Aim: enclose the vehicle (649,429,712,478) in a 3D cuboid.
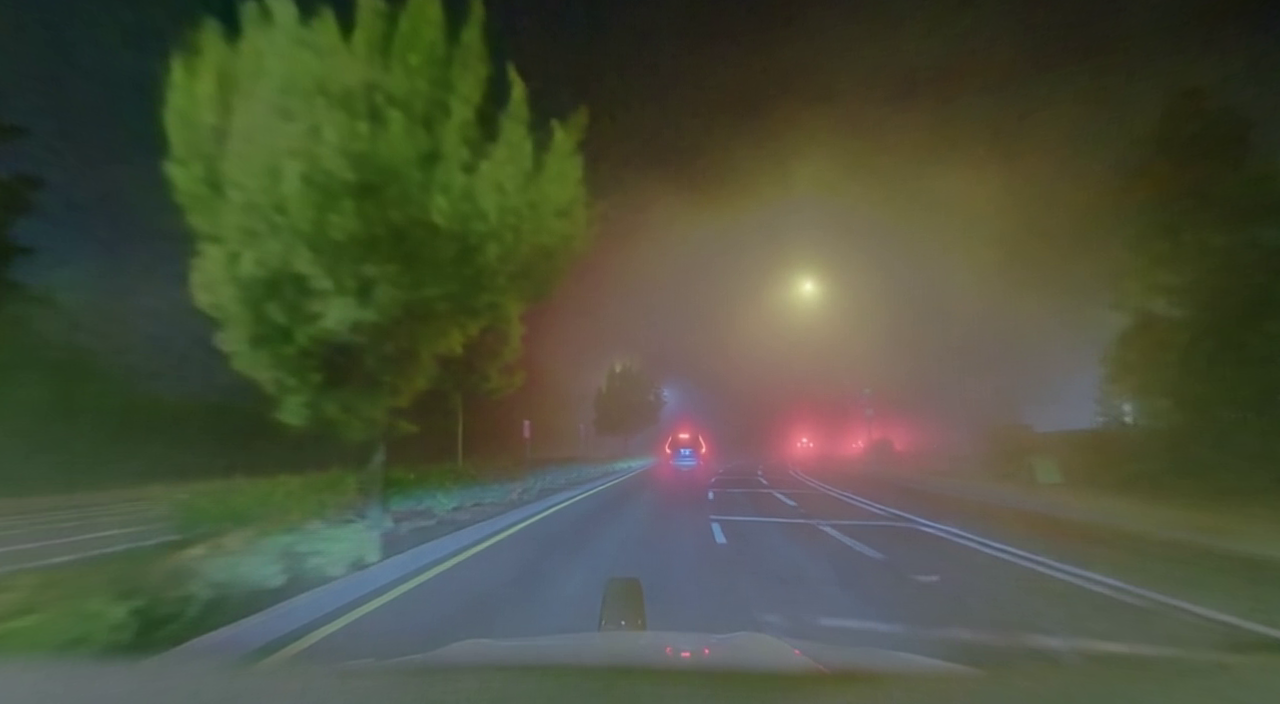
[{"bbox_3d":[1.932,4.475,28.005,2.371,1.926,5.615,-1,-9,8],"label":"vehicle"}]
